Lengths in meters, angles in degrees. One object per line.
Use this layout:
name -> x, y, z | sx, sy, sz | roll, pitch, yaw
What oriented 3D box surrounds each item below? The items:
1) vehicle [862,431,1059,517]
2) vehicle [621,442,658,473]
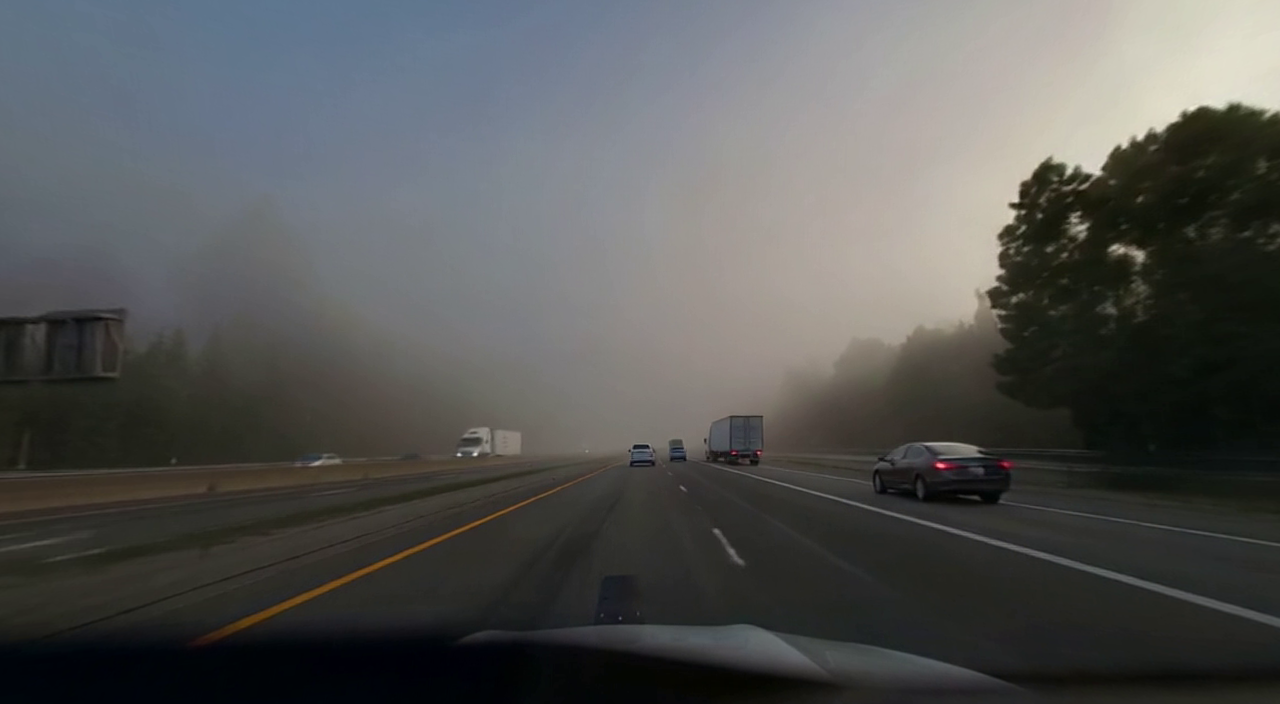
vehicle -> 7.019, 2.719, 14.517 | 2.011, 1.638, 4.737 | 0, -9, 0
vehicle -> -0.009, 6.373, 38.155 | 2.114, 1.706, 4.106 | 0, -9, 1
